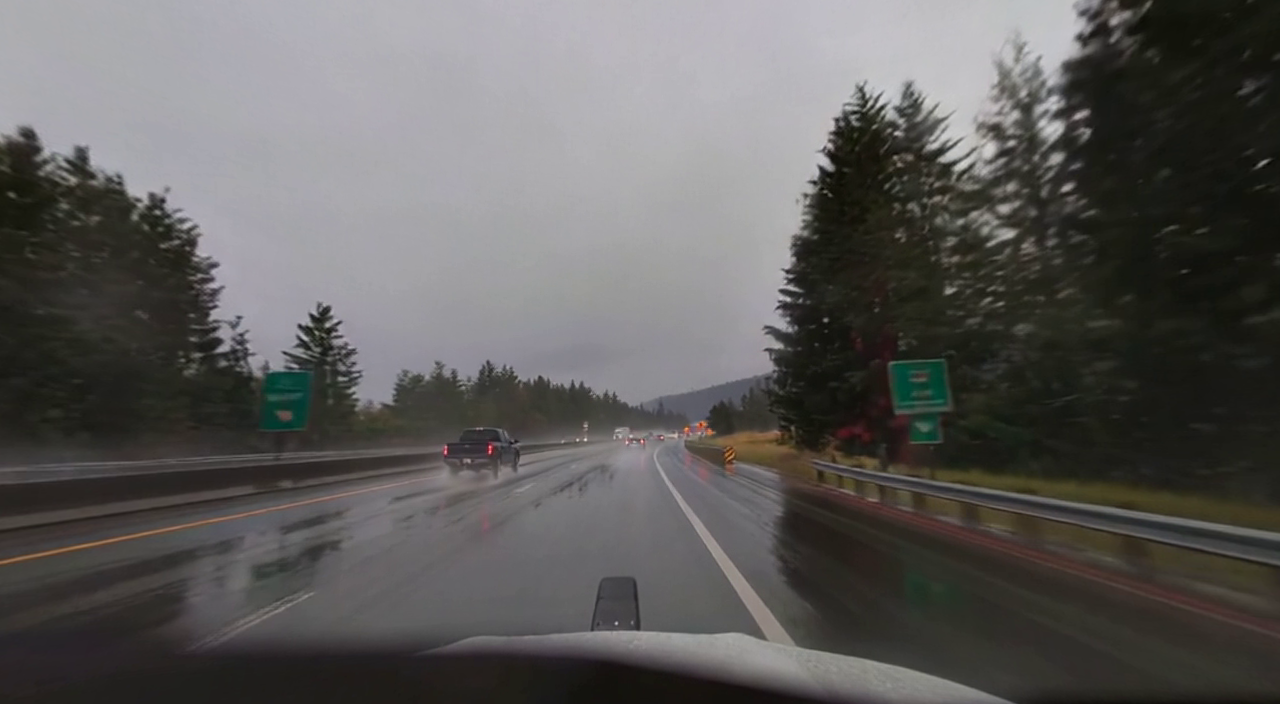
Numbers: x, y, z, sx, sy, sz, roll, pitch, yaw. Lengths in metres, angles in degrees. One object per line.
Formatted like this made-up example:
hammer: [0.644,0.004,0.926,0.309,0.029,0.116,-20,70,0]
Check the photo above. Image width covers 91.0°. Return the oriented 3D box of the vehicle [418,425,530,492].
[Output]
vehicle: [-4.616,3.035,18.275,2.075,1.653,4.317,-1,-8,0]
